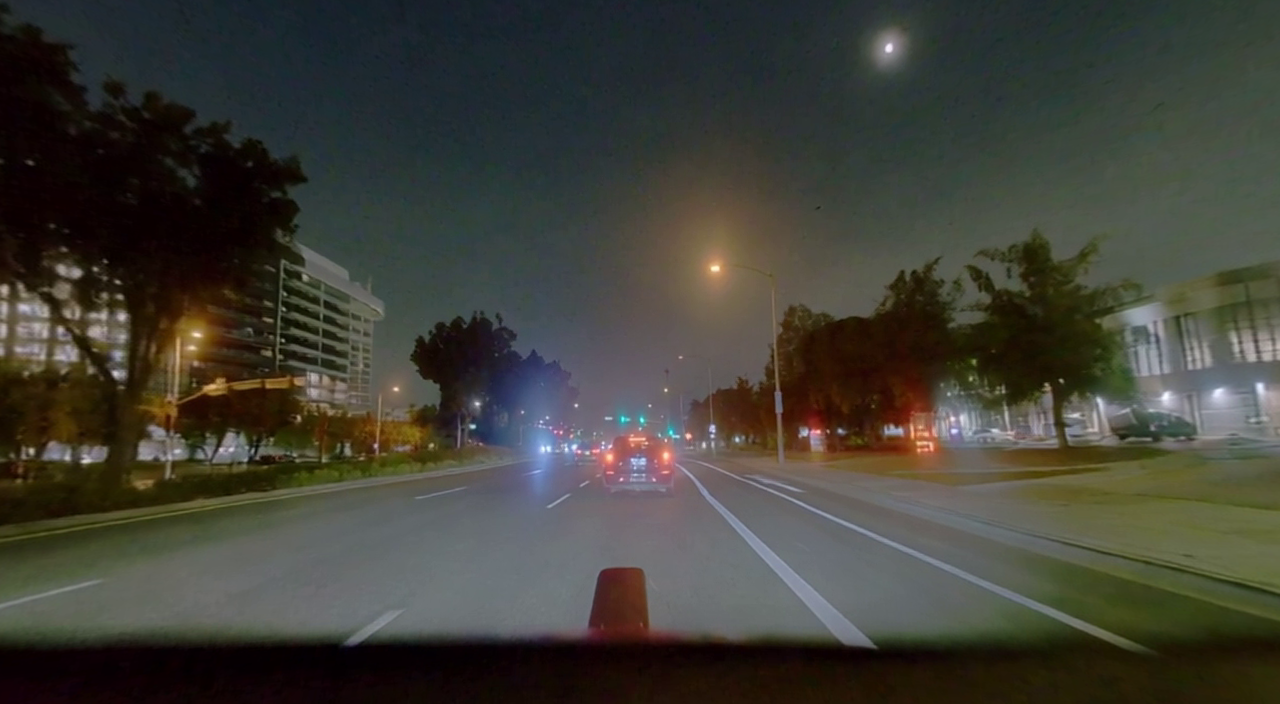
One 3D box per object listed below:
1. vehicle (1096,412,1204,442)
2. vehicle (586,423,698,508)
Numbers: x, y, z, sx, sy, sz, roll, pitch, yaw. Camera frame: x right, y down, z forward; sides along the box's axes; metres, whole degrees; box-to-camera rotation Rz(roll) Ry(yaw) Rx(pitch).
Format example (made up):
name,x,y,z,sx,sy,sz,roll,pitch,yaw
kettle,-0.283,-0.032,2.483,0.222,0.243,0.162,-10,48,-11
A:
name,x,y,z,sx,sy,sz,roll,pitch,yaw
vehicle,31.900,4.761,39.680,4.903,1.767,2.105,-5,-10,31
vehicle,0.054,2.532,14.536,2.199,1.652,4.101,0,-8,1
